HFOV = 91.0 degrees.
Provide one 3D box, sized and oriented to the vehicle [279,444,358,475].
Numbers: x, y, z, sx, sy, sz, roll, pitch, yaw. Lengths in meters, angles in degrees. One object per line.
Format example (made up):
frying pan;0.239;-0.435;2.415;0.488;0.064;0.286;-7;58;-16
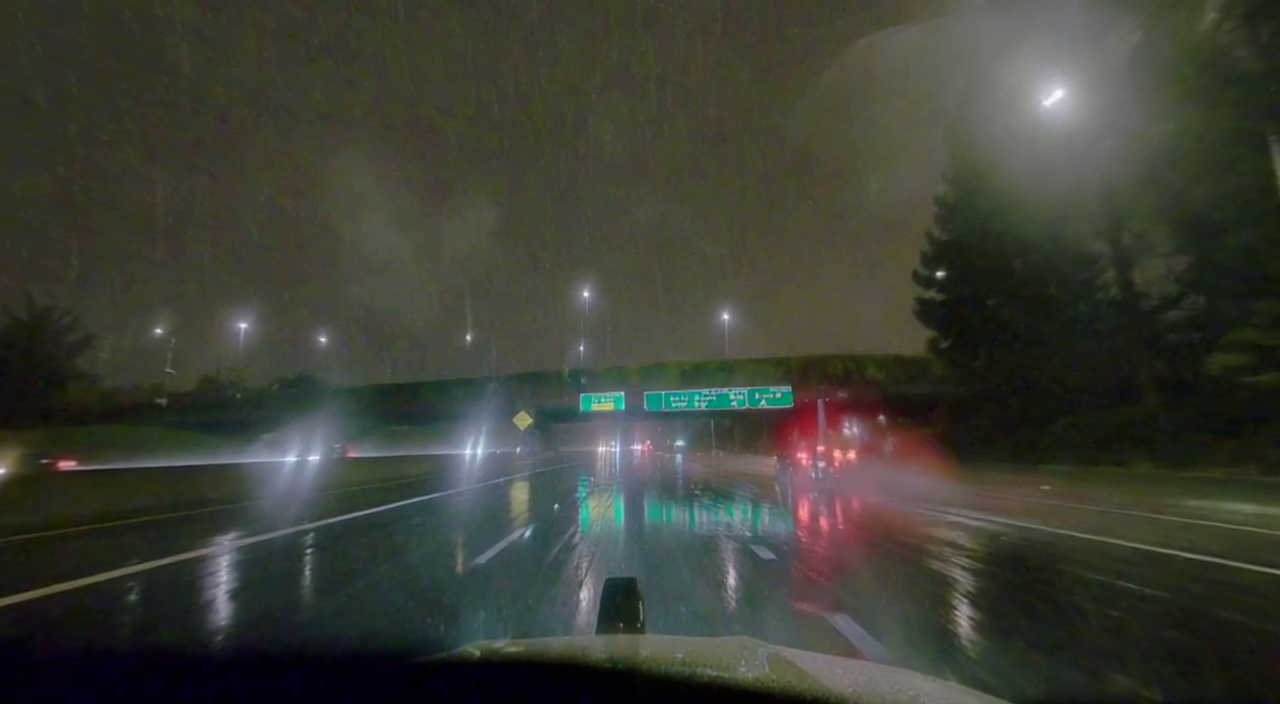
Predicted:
vehicle;-21.784;7.295;43.016;2.247;1.915;5.749;0;-9;1
